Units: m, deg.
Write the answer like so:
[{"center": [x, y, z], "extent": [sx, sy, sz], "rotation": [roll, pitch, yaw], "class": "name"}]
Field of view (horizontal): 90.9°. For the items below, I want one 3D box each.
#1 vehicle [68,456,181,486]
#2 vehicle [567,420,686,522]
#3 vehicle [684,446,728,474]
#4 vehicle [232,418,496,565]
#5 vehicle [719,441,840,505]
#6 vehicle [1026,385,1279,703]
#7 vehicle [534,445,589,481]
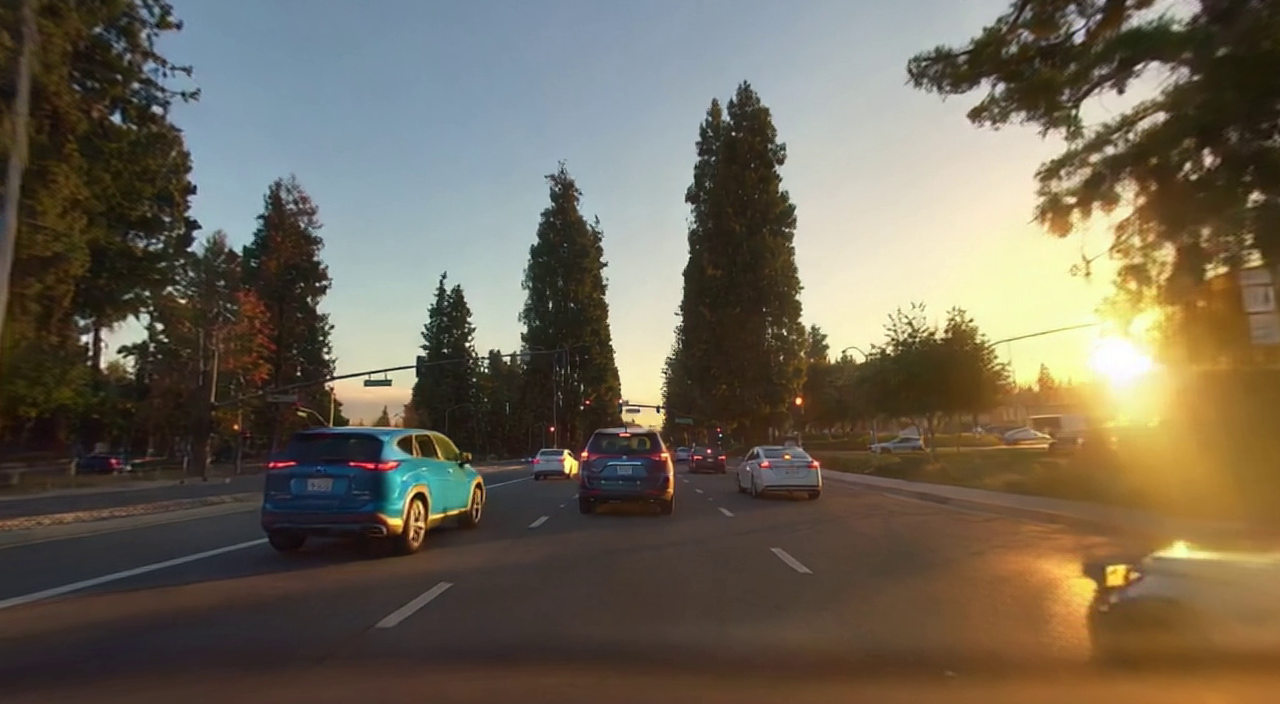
[{"center": [-33.990, 7.827, 41.687], "extent": [5.352, 1.850, 2.276], "rotation": [0, -8, -2], "class": "vehicle"}, {"center": [-0.242, 2.474, 13.647], "extent": [2.132, 1.816, 4.471], "rotation": [0, -8, 0], "class": "vehicle"}, {"center": [3.628, 6.003, 35.305], "extent": [1.996, 1.443, 4.270], "rotation": [0, -8, -1], "class": "vehicle"}, {"center": [-3.743, 1.957, 9.609], "extent": [2.039, 1.709, 4.265], "rotation": [0, -8, 1], "class": "vehicle"}, {"center": [3.640, 3.237, 17.416], "extent": [2.036, 1.480, 4.659], "rotation": [0, -8, -3], "class": "vehicle"}, {"center": [2.996, 0.706, 0.991], "extent": [1.976, 1.491, 4.427], "rotation": [0, -8, 0], "class": "vehicle"}, {"center": [-3.456, 4.953, 28.496], "extent": [1.897, 1.479, 4.204], "rotation": [0, -8, 1], "class": "vehicle"}]
